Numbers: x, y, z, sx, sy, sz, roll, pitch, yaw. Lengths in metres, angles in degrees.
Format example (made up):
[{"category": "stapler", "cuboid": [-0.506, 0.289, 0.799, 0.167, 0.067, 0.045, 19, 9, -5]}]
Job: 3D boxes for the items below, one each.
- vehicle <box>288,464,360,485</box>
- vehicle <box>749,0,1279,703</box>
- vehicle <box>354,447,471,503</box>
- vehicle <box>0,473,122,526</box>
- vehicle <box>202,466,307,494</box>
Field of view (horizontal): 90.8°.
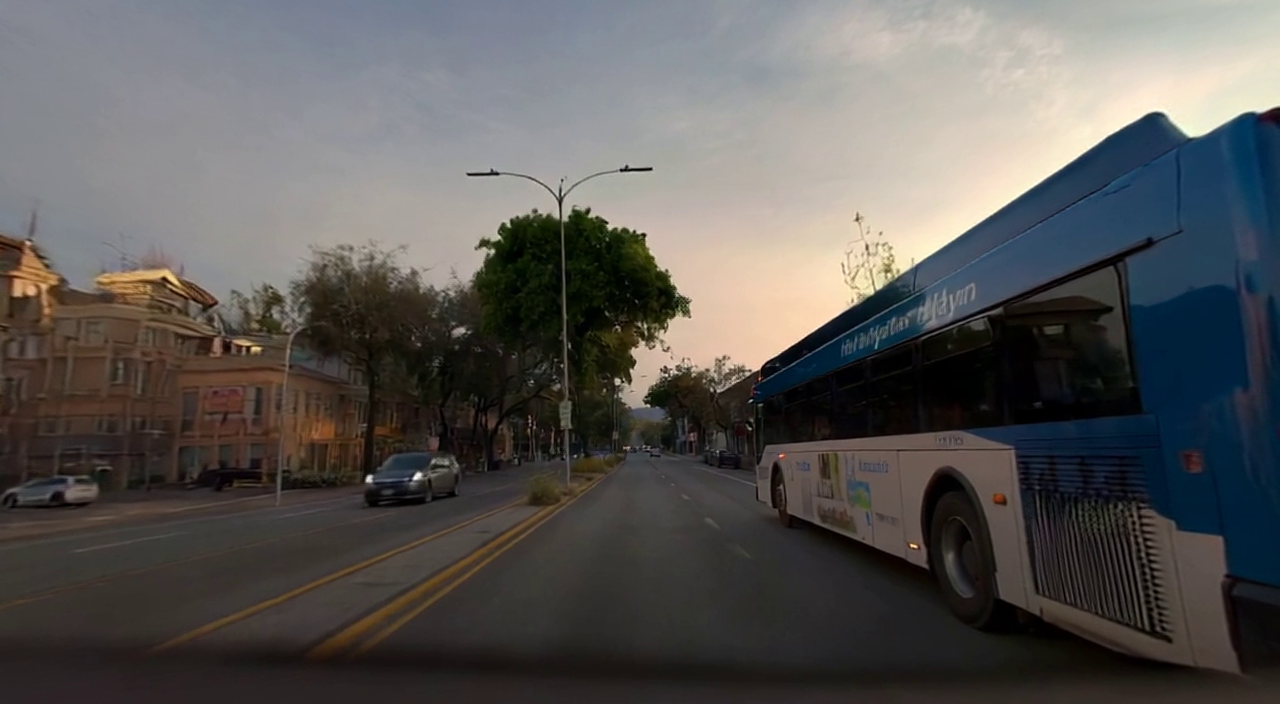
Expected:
[{"category": "vehicle", "cuboid": [-23.216, 9.002, 46.494, 4.290, 1.506, 1.829, 0, -9, 1]}, {"category": "vehicle", "cuboid": [3.913, 0.679, 6.598, 3.194, 3.345, 12.428, 0, -8, -1]}, {"category": "vehicle", "cuboid": [-8.417, 4.576, 24.151, 2.315, 1.841, 5.648, 0, -8, 1]}, {"category": "vehicle", "cuboid": [-19.527, 4.647, 20.087, 4.409, 1.508, 1.803, 0, -9, -2]}, {"category": "vehicle", "cuboid": [-21.958, 7.289, 36.129, 4.708, 1.488, 1.868, 0, -9, -1]}]
